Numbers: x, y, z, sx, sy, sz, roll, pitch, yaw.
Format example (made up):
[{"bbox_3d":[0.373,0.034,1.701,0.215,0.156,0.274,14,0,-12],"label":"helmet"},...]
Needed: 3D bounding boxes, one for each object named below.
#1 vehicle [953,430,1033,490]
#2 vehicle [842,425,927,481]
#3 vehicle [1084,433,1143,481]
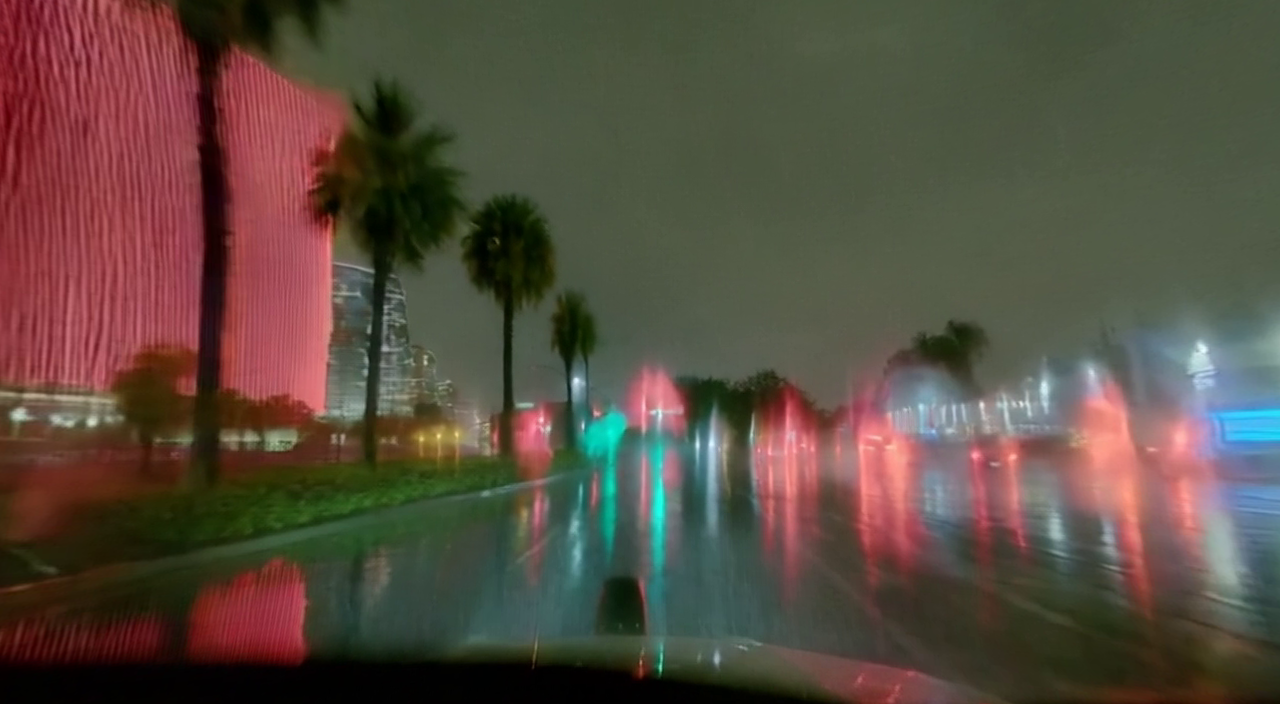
[{"bbox_3d":[14.536,4.451,26.034,2.219,2.342,1.744,-1,-9,7],"label":"vehicle"},{"bbox_3d":[10.103,4.151,26.273,1.813,2.150,3.038,3,-6,-16],"label":"vehicle"},{"bbox_3d":[31.567,7.071,42.039,2.645,2.817,3.475,-10,-18,34],"label":"vehicle"}]
